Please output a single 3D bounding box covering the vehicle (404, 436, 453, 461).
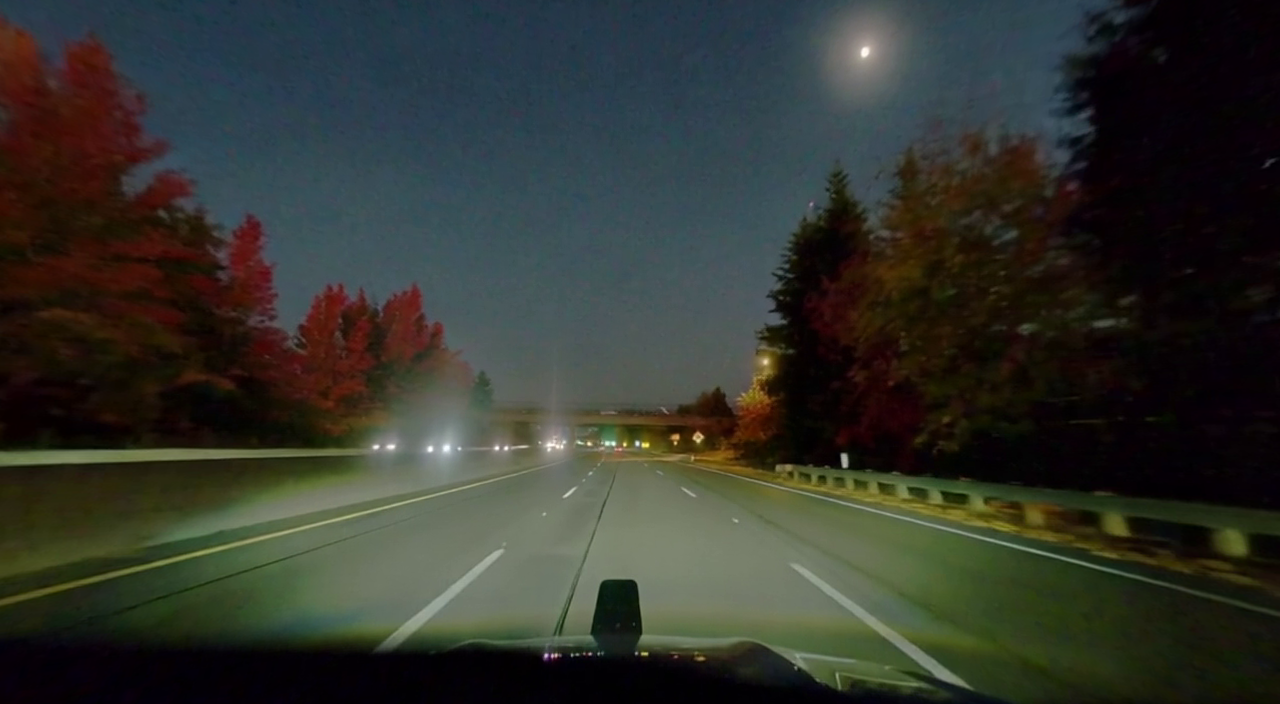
[{"bbox_3d":[-13.642,6.261,40.590,1.881,1.494,3.879,1,-9,-2],"label":"vehicle"}]

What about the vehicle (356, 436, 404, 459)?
[{"bbox_3d":[-18.080,6.671,43.735,1.740,1.476,3.752,0,-9,-2],"label":"vehicle"}]
